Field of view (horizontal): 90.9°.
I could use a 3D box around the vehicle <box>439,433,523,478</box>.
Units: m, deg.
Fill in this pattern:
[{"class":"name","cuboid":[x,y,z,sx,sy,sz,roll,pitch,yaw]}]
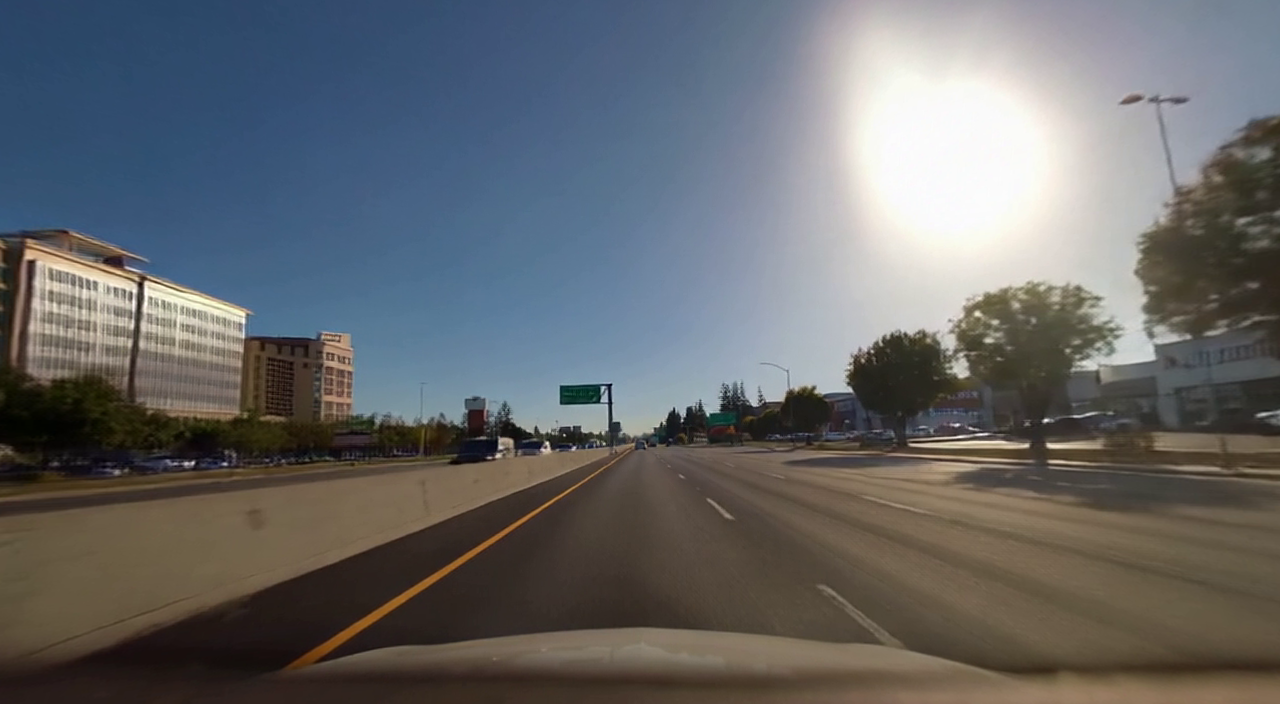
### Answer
[{"class":"vehicle","cuboid":[-7.166,4.747,29.159,2.266,1.823,5.768,0,-8,1]}]
